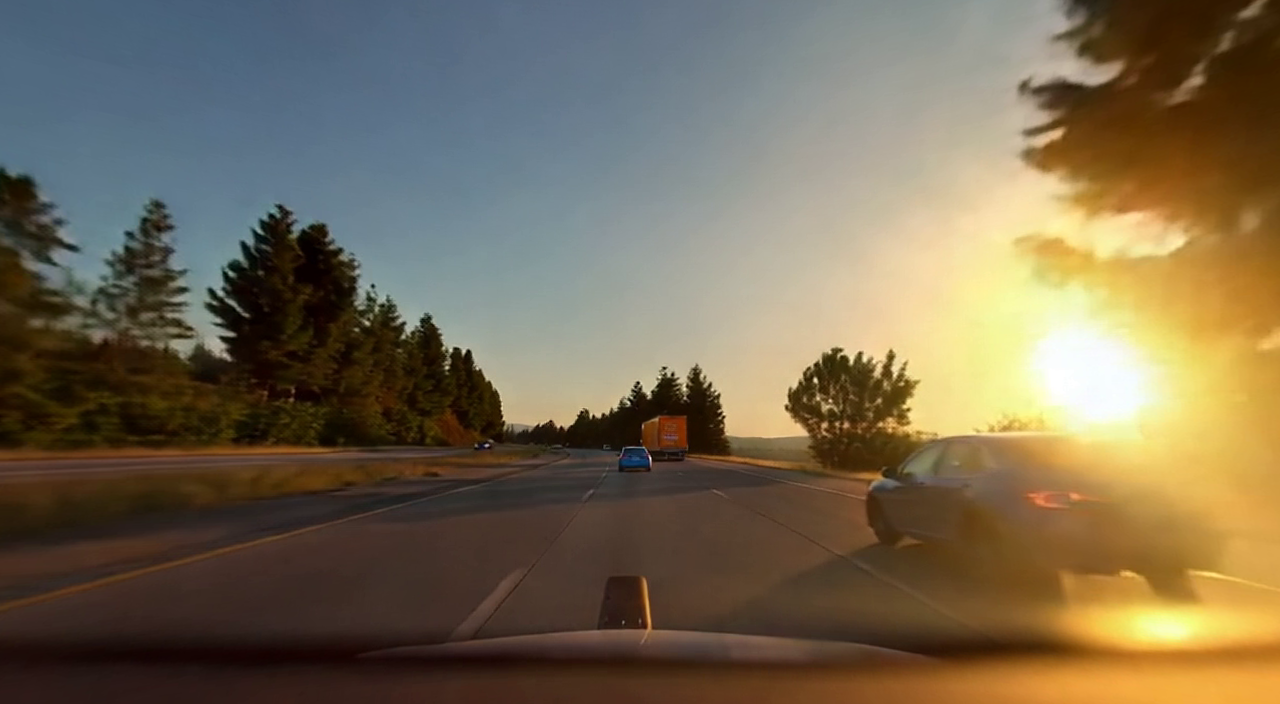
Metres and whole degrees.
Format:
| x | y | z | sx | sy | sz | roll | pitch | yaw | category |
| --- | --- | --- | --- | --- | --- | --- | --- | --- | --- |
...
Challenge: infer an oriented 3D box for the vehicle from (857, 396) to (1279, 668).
| x | y | z | sx | sy | sz | roll | pitch | yaw | category |
| --- | --- | --- | --- | --- | --- | --- | --- | --- | --- |
| 3.947 | 1.417 | 6.107 | 1.977 | 1.599 | 4.605 | 0 | -9 | -1 | vehicle |

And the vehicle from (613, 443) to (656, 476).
| x | y | z | sx | sy | sz | roll | pitch | yaw | category |
| --- | --- | --- | --- | --- | --- | --- | --- | --- | --- |
| -0.323 | 5.114 | 30.074 | 1.913 | 1.460 | 3.610 | 0 | -9 | -2 | vehicle |
